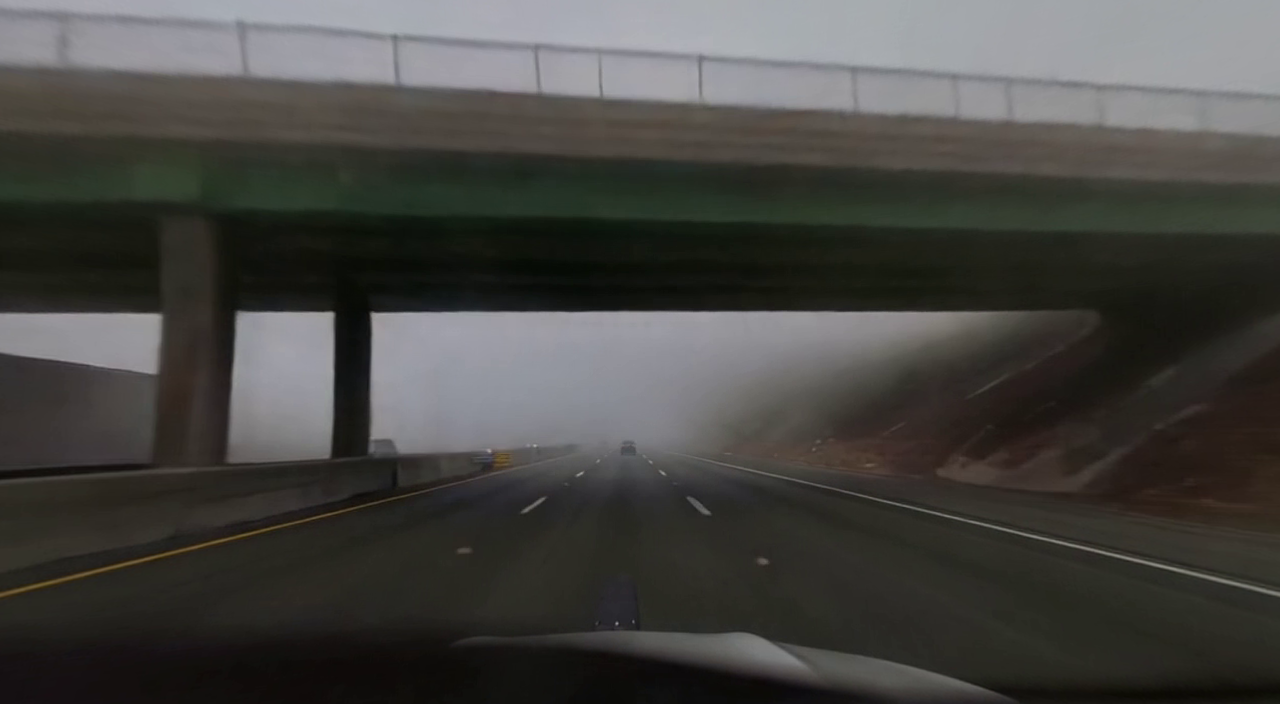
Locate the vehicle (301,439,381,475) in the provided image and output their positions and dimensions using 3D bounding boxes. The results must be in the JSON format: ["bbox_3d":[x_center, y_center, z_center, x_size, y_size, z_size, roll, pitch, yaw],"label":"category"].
[{"bbox_3d":[-12.881,4.511,27.409,1.765,1.408,3.539,0,-8,-1],"label":"vehicle"}]

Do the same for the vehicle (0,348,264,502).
[{"bbox_3d":[-16.508,2.159,18.082,2.982,3.570,14.255,0,-8,-1],"label":"vehicle"}]
